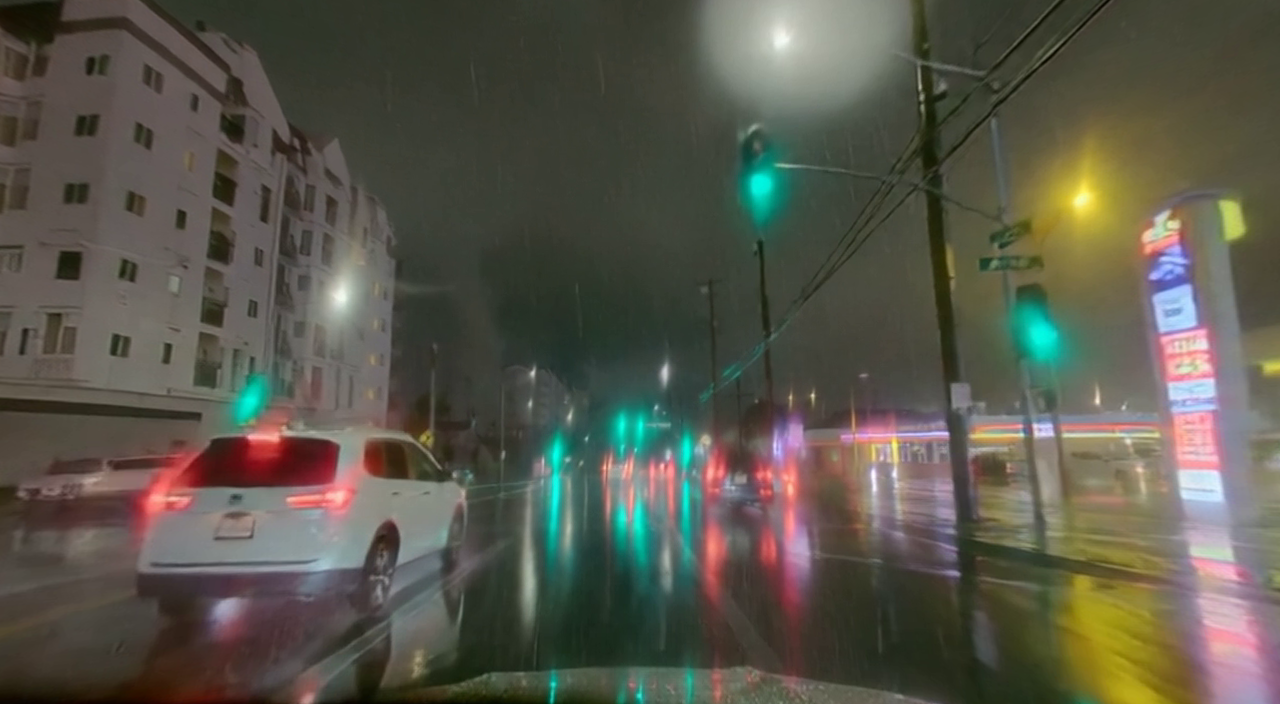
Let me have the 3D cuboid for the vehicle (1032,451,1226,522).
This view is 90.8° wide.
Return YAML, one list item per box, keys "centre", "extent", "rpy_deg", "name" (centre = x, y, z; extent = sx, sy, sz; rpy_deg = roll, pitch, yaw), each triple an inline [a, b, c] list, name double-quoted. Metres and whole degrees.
- centre: [12.257, 3.297, 15.880]
  extent: [4.048, 1.539, 1.820]
  rpy_deg: [3, -9, -19]
  name: "vehicle"

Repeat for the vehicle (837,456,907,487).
- centre: [12.883, 6.650, 35.471]
  extent: [1.846, 1.480, 4.649]
  rpy_deg: [0, -8, -5]
  name: "vehicle"

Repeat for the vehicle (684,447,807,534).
- centre: [2.245, 3.061, 14.656]
  extent: [1.945, 1.647, 4.160]
  rpy_deg: [0, -8, -3]
  name: "vehicle"

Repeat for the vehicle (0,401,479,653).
- centre: [-3.354, 1.511, 6.623]
  extent: [2.221, 1.706, 4.451]
  rpy_deg: [0, -8, -1]
  name: "vehicle"

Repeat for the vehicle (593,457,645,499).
- centre: [-0.830, 5.177, 26.338]
  extent: [1.999, 1.487, 3.939]
  rpy_deg: [0, -8, -1]
  name: "vehicle"

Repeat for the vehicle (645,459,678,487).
- centre: [1.451, 8.380, 44.028]
  extent: [1.953, 1.687, 4.094]
  rpy_deg: [0, -8, -2]
  name: "vehicle"
